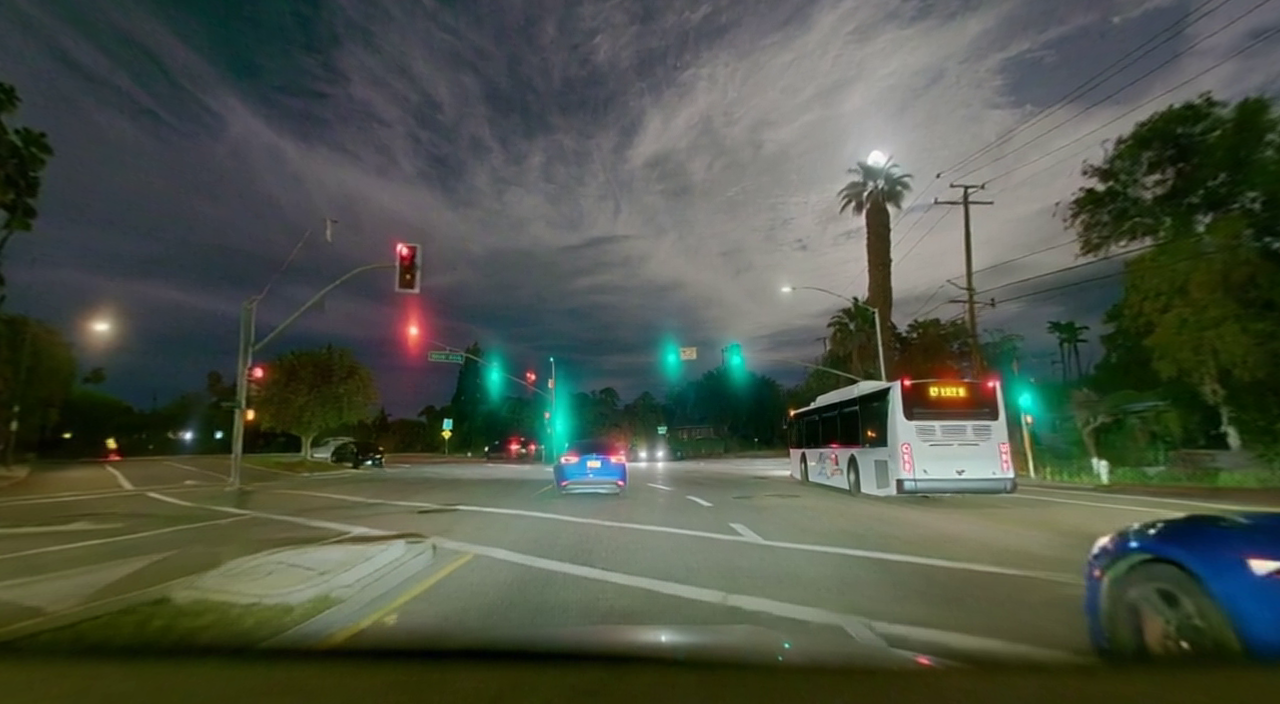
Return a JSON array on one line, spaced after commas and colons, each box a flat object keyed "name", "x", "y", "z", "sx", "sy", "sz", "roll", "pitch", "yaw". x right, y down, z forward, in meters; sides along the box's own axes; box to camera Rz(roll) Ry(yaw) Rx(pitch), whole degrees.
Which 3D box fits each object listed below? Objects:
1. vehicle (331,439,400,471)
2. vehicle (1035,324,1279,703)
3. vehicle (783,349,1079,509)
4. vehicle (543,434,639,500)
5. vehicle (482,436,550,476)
[{"name": "vehicle", "x": -17.450, "y": 6.477, "z": 39.984, "sx": 2.283, "sy": 1.878, "sz": 5.384, "roll": 7, "pitch": -11, "yaw": -42}, {"name": "vehicle", "x": 3.685, "y": 0.624, "z": 1.398, "sx": 2.205, "sy": 1.803, "sz": 5.135, "roll": 0, "pitch": -9, "yaw": -1}, {"name": "vehicle", "x": 8.012, "y": 2.732, "z": 21.055, "sx": 3.483, "sy": 3.546, "sz": 13.998, "roll": 0, "pitch": -9, "yaw": 1}, {"name": "vehicle", "x": -1.605, "y": 3.377, "z": 18.976, "sx": 2.341, "sy": 1.709, "sz": 4.466, "roll": 1, "pitch": -9, "yaw": -11}, {"name": "vehicle", "x": -6.487, "y": 5.338, "z": 32.576, "sx": 2.272, "sy": 1.891, "sz": 4.562, "roll": 4, "pitch": -9, "yaw": -26}]
